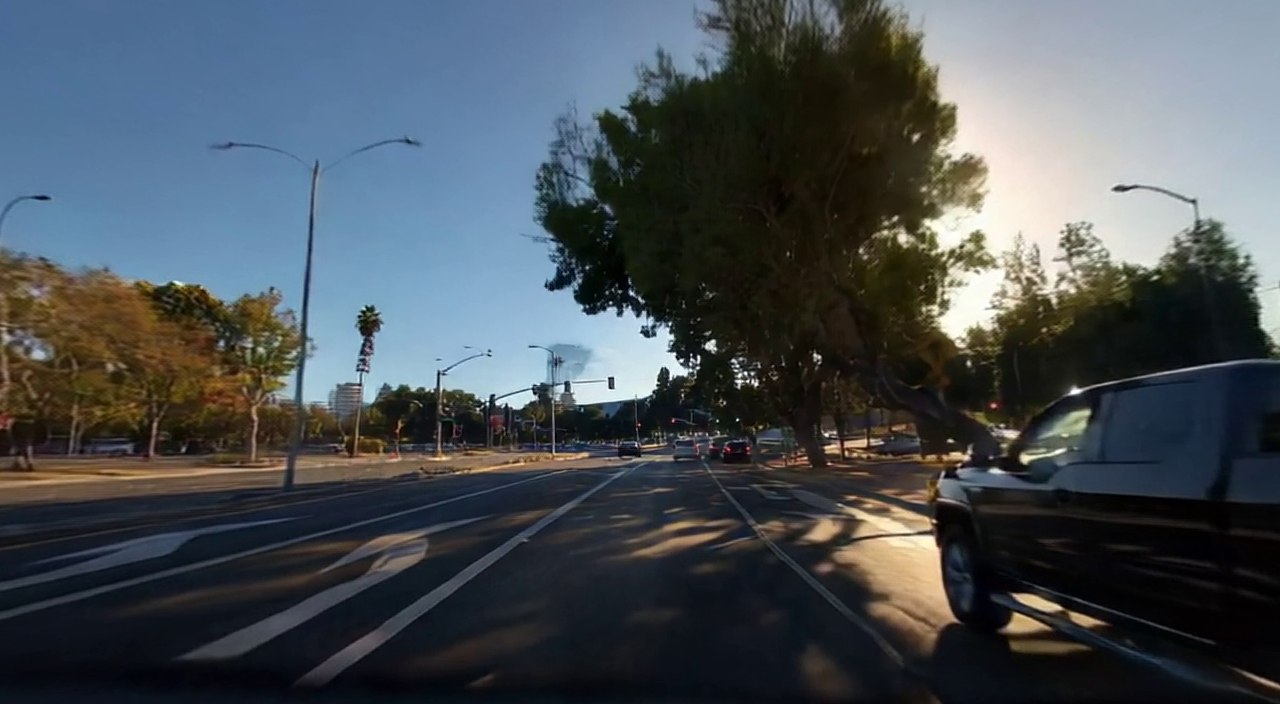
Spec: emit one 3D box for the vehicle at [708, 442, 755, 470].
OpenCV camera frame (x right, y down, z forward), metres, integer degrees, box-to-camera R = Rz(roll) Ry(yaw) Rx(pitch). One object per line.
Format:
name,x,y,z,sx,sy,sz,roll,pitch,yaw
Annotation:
vehicle,5.443,6.288,38.223,2.292,1.563,4.734,0,-8,2

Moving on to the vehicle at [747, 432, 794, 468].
vehicle,8.643,6.572,42.317,2.186,2.202,5.426,-1,-9,2

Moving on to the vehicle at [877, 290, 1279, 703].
vehicle,3.279,0.782,2.673,2.333,1.777,5.713,0,-9,0

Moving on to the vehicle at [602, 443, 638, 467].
vehicle,-1.331,6.988,42.984,1.958,1.542,4.175,-1,-9,5
